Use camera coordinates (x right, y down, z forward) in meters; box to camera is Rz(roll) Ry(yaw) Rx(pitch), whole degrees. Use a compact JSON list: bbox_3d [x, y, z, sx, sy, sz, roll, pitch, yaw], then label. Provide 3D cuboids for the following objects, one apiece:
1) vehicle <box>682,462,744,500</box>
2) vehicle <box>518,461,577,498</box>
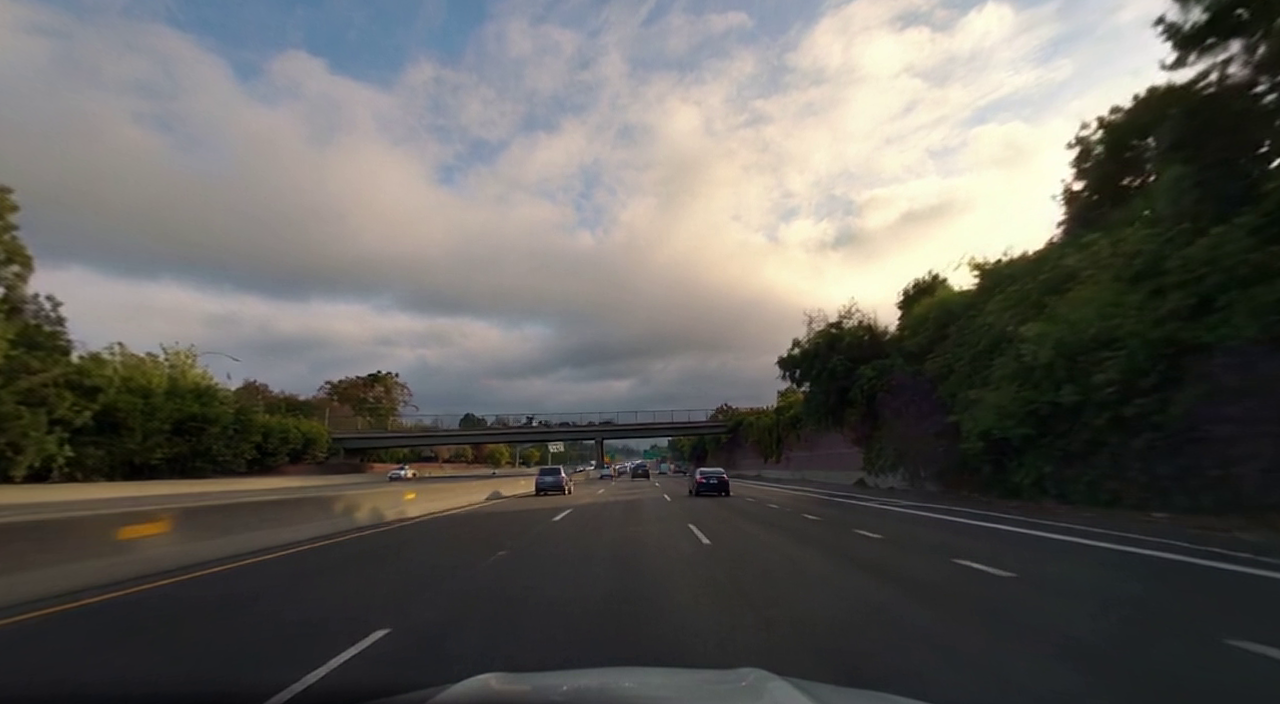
[{"bbox_3d":[3.129,5.662,27.835,2.092,1.518,4.348,1,-10,-2],"label":"vehicle"},{"bbox_3d":[-3.992,5.616,27.871,1.975,1.486,3.903,1,-10,1],"label":"vehicle"}]
